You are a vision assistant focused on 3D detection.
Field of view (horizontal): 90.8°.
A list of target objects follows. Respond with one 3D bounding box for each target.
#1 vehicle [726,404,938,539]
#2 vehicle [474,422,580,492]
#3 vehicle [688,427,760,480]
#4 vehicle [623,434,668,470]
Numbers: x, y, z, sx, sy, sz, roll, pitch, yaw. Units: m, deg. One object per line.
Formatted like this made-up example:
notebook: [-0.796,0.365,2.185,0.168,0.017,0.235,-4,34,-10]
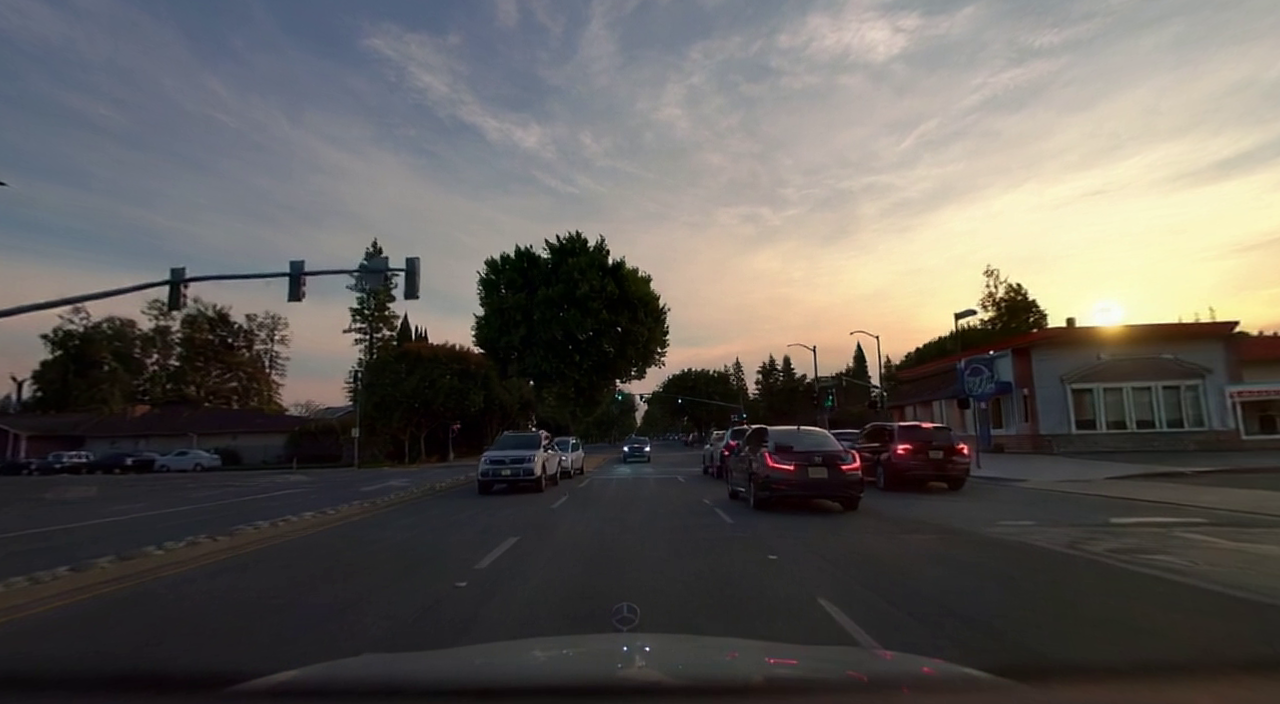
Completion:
vehicle: [2.912,1.953,10.915,2.140,1.800,4.660,0,-8,0]
vehicle: [-3.184,3.085,18.838,2.261,1.820,4.255,0,-8,2]
vehicle: [3.024,3.790,23.821,1.955,1.797,4.480,0,-8,-2]
vehicle: [0.196,5.048,31.960,2.131,1.665,3.926,0,-8,-1]
